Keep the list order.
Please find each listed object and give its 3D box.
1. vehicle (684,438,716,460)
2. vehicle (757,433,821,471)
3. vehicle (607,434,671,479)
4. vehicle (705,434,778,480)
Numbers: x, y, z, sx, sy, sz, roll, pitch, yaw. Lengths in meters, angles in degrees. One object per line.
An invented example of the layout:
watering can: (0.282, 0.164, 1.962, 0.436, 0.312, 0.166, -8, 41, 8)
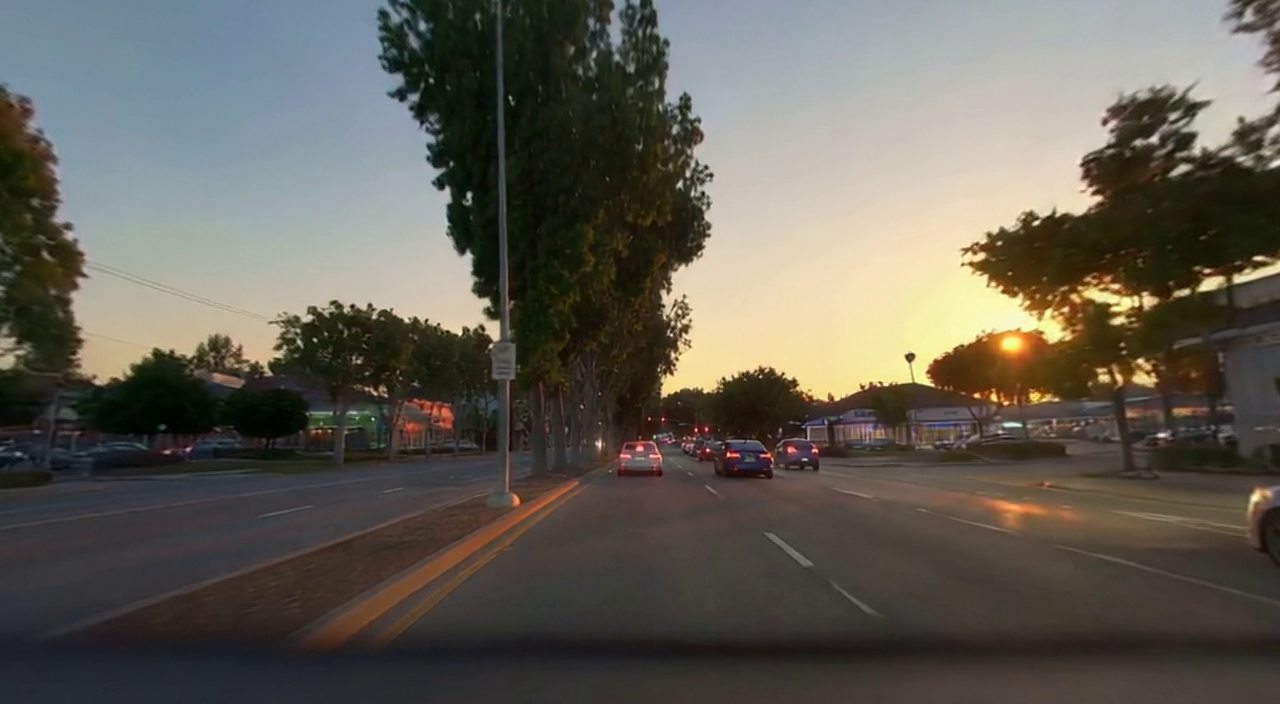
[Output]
vehicle: (4.242, 6.882, 44.903, 1.862, 1.457, 4.204, 0, -8, 0)
vehicle: (7.320, 4.940, 31.457, 2.044, 1.701, 4.397, 1, -8, -1)
vehicle: (-0.033, 3.727, 22.860, 2.096, 1.473, 3.893, 0, -8, 0)
vehicle: (3.631, 3.811, 23.333, 1.988, 1.528, 4.144, 0, -8, 0)
